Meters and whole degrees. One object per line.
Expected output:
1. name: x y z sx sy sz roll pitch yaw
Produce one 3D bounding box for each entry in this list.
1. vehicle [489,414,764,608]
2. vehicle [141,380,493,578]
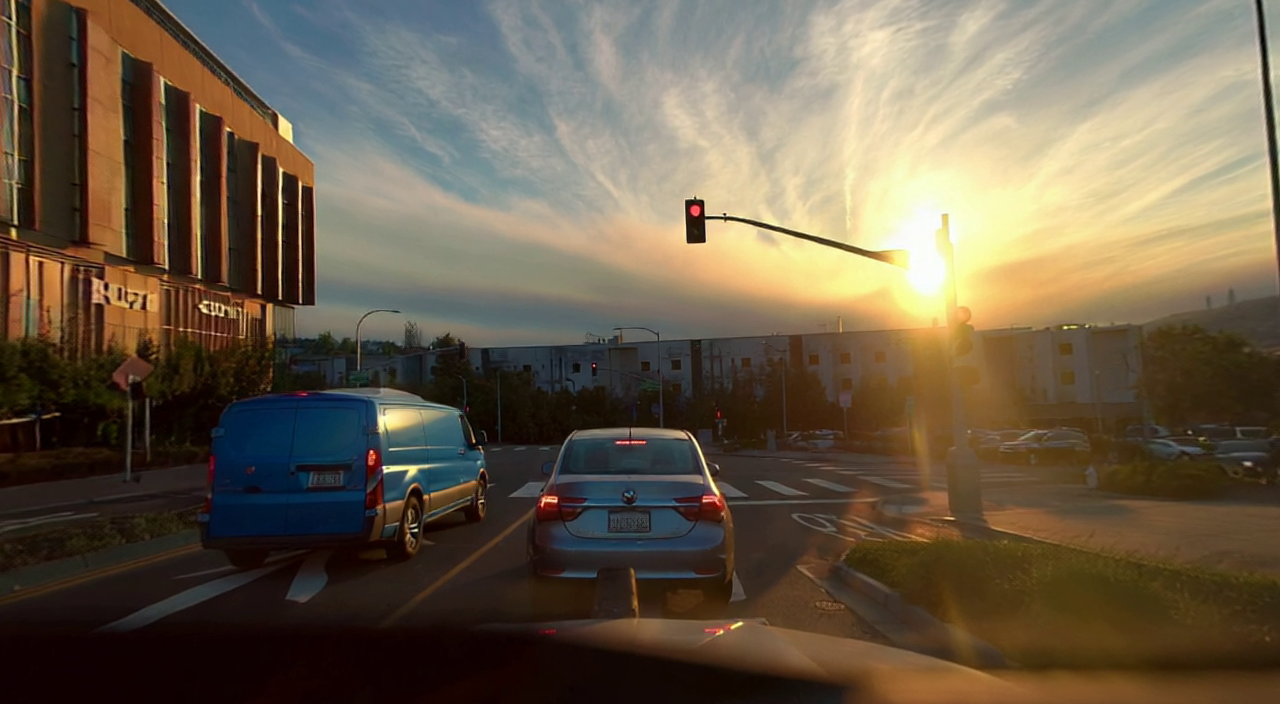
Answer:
1. vehicle: -0.109 1.465 6.778 2.064 1.452 3.942 0 -8 0
2. vehicle: -3.583 1.510 8.425 2.076 1.820 5.100 0 -8 -1
